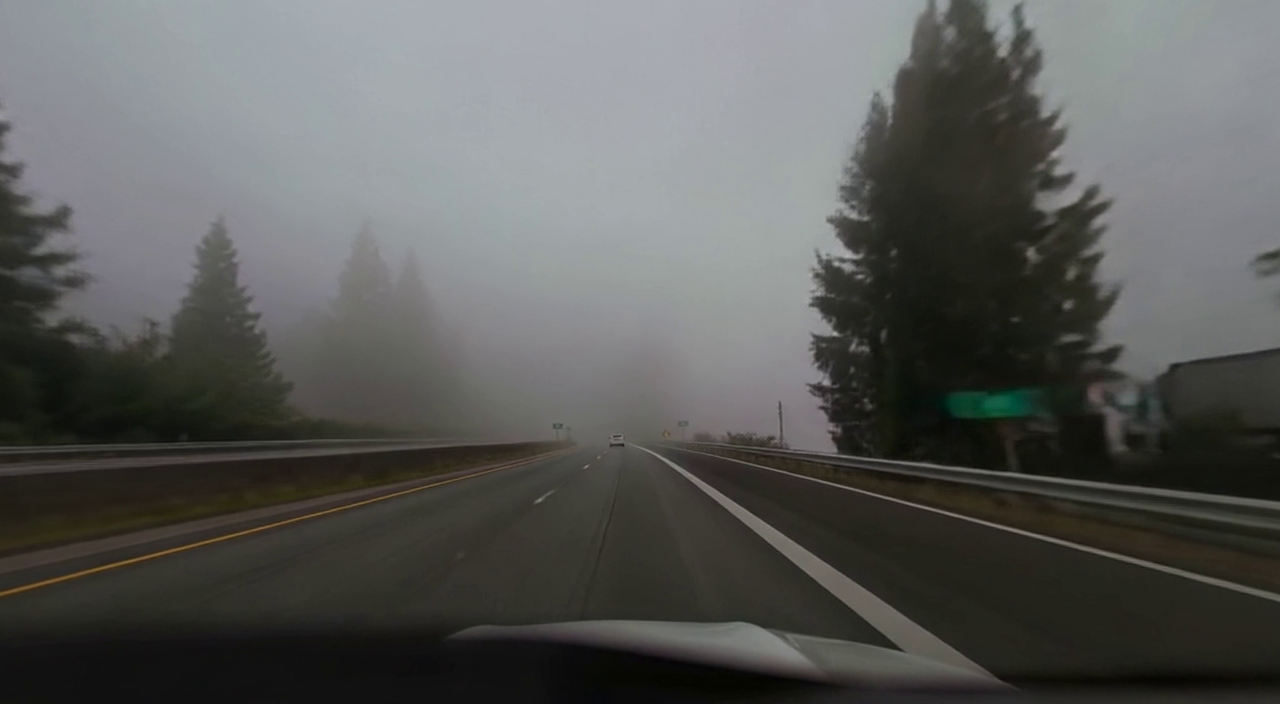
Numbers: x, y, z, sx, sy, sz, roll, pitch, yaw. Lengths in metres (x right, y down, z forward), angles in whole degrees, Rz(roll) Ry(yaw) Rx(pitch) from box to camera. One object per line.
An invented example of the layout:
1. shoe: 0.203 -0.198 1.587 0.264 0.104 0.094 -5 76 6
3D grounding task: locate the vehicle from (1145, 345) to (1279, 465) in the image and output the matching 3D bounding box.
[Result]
1. vehicle: 20.244 1.586 18.446 3.983 3.410 8.148 1 -7 -2
